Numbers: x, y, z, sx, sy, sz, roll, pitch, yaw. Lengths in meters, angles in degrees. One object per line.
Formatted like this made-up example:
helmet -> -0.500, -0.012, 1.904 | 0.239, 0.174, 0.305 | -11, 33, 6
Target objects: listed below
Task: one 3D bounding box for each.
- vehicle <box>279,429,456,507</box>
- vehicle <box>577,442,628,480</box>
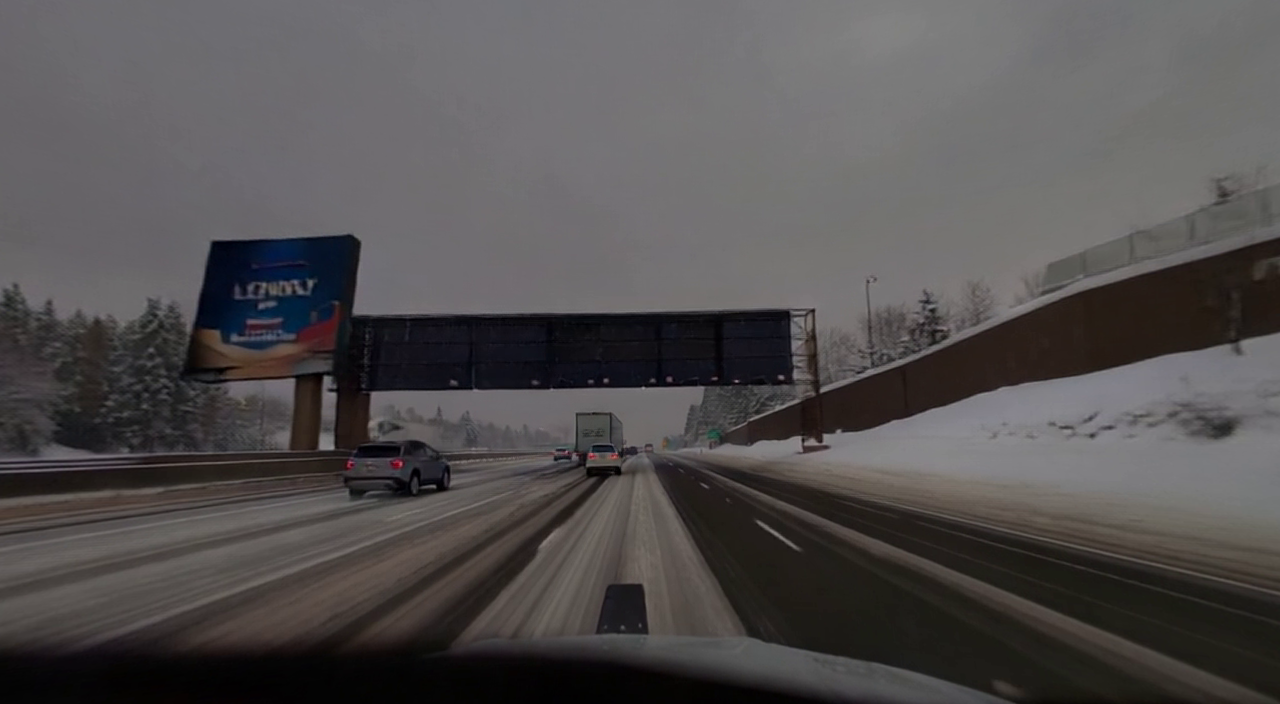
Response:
vehicle -> -7.015, 3.055, 17.079 | 2.401, 1.759, 5.126 | 0, -9, 1
vehicle -> -1.631, 4.899, 28.556 | 2.168, 1.597, 3.615 | 0, -9, -1
